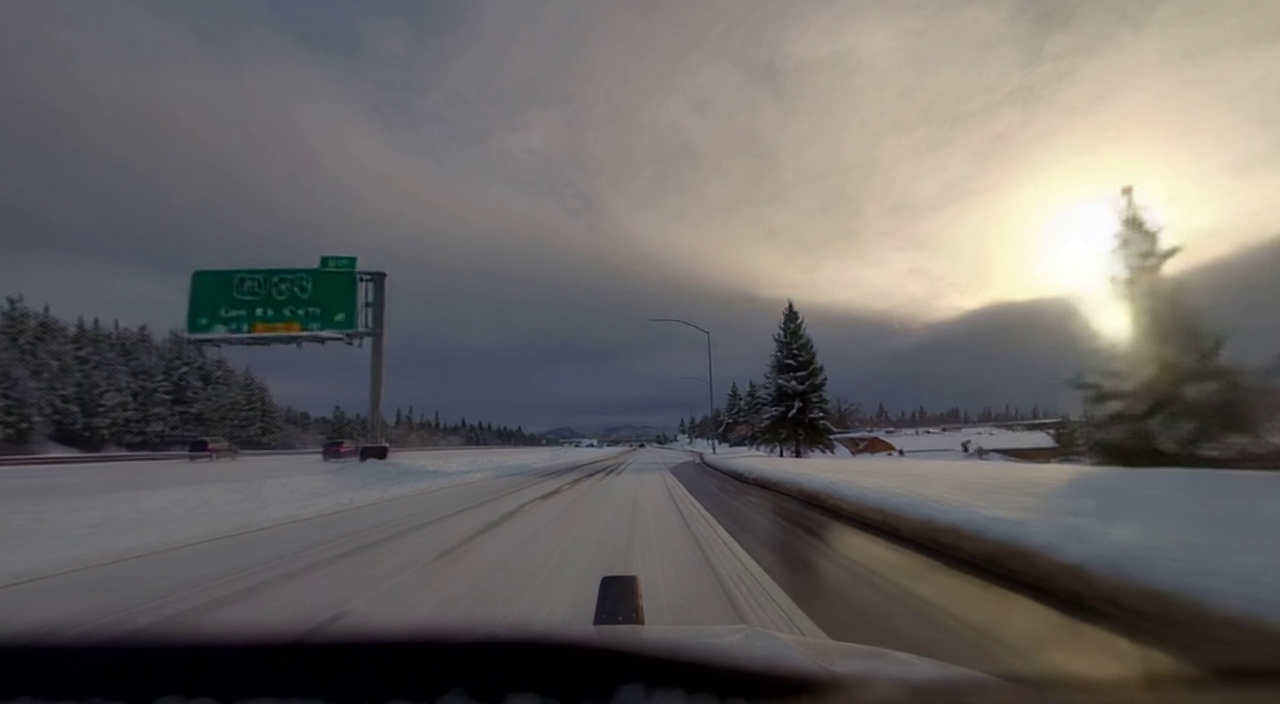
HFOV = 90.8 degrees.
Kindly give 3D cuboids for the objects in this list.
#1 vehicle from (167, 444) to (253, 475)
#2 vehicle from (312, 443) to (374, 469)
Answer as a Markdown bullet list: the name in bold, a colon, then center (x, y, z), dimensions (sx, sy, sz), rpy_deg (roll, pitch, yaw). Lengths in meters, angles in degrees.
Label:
- **vehicle**: center (-22.971, 5.714, 33.964), dimensions (1.829, 1.520, 4.505), rpy_deg (1, -9, -6)
- **vehicle**: center (-18.753, 6.594, 40.126), dimensions (2.271, 1.537, 4.029), rpy_deg (1, -9, -6)
